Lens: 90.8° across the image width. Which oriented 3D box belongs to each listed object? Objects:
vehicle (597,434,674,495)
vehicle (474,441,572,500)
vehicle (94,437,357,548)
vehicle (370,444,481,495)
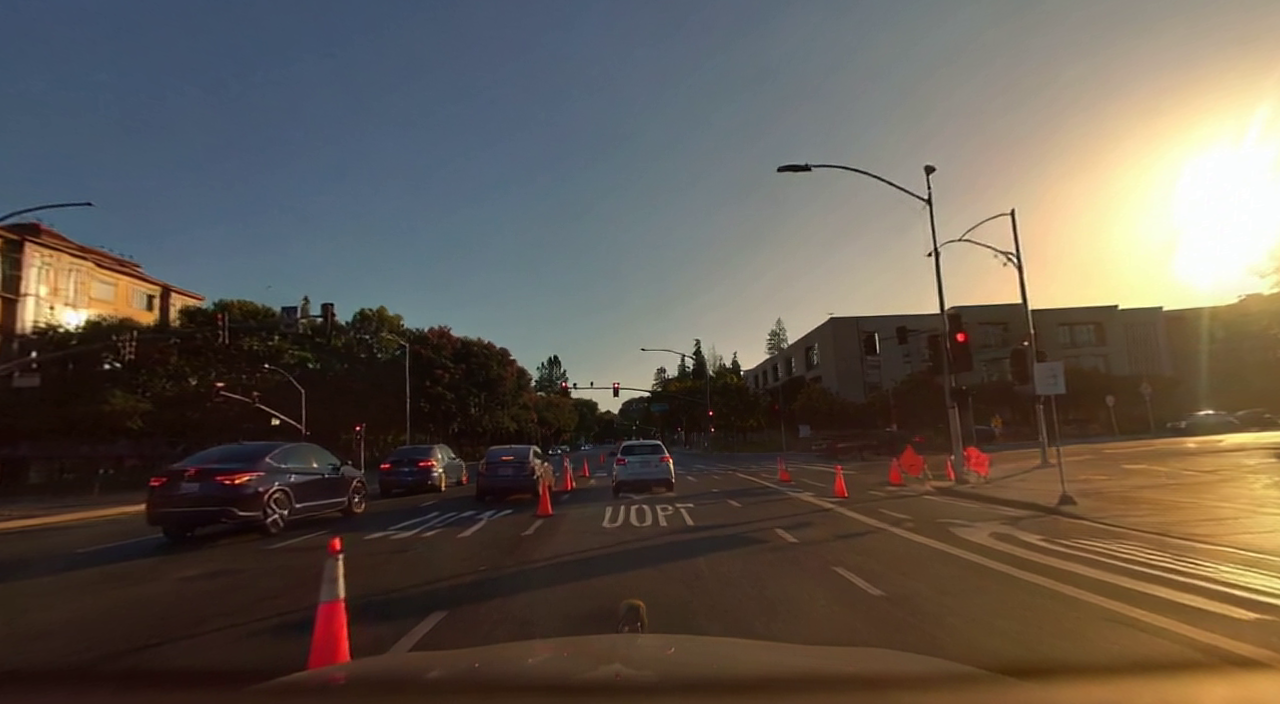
[{"bbox_3d":[-0.128,3.180,18.231,1.985,1.521,3.968,0,-8,0],"label":"vehicle"},{"bbox_3d":[-3.153,3.267,17.900,1.946,1.437,4.154,0,-8,1],"label":"vehicle"},{"bbox_3d":[-6.876,2.325,11.160,1.869,1.570,4.064,0,-8,0],"label":"vehicle"},{"bbox_3d":[-6.761,3.733,20.476,2.074,1.447,4.224,0,-8,1],"label":"vehicle"}]
